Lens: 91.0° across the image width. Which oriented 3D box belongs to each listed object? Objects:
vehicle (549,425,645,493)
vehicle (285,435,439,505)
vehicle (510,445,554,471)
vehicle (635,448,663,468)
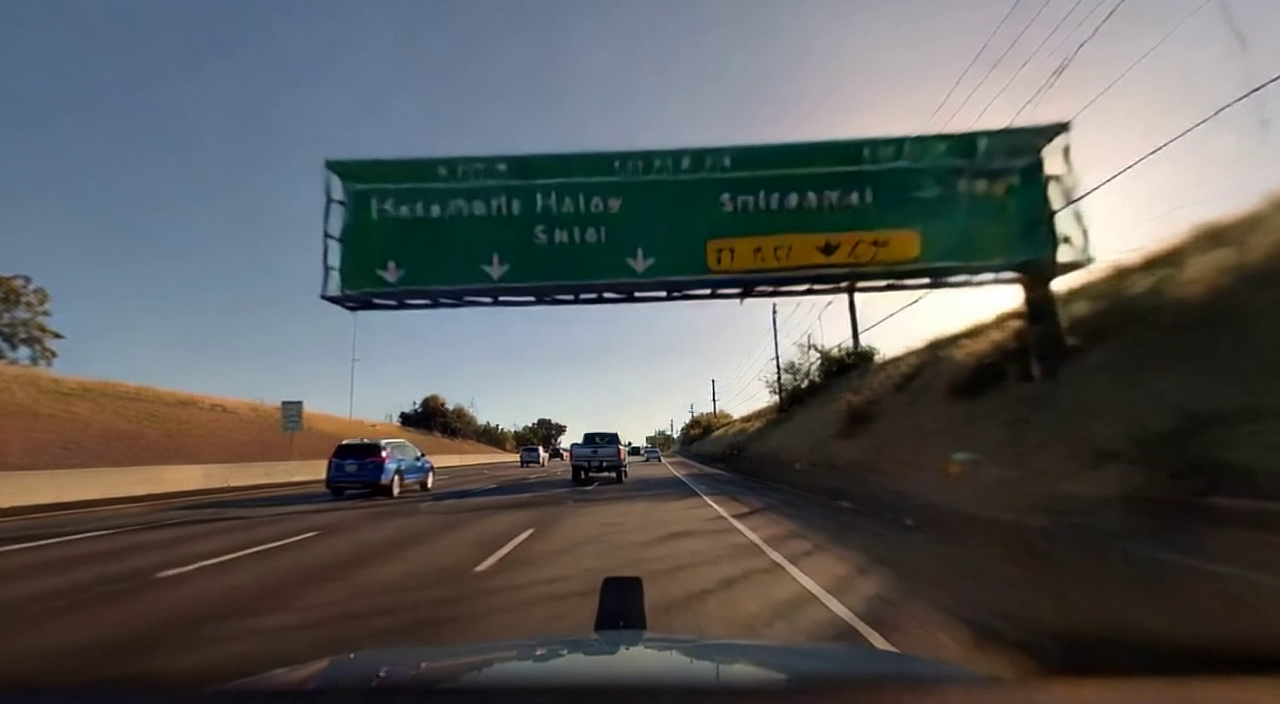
[{"bbox_3d":[-1.334,3.788,22.731,2.972,2.087,6.126,0,-9,0],"label":"vehicle"},{"bbox_3d":[-7.213,3.090,16.971,2.055,1.618,4.457,0,-9,1],"label":"vehicle"},{"bbox_3d":[-7.426,7.314,43.717,2.143,1.688,4.776,0,-9,1],"label":"vehicle"},{"bbox_3d":[0.639,8.107,48.413,2.025,1.485,4.310,0,-9,0],"label":"vehicle"}]
